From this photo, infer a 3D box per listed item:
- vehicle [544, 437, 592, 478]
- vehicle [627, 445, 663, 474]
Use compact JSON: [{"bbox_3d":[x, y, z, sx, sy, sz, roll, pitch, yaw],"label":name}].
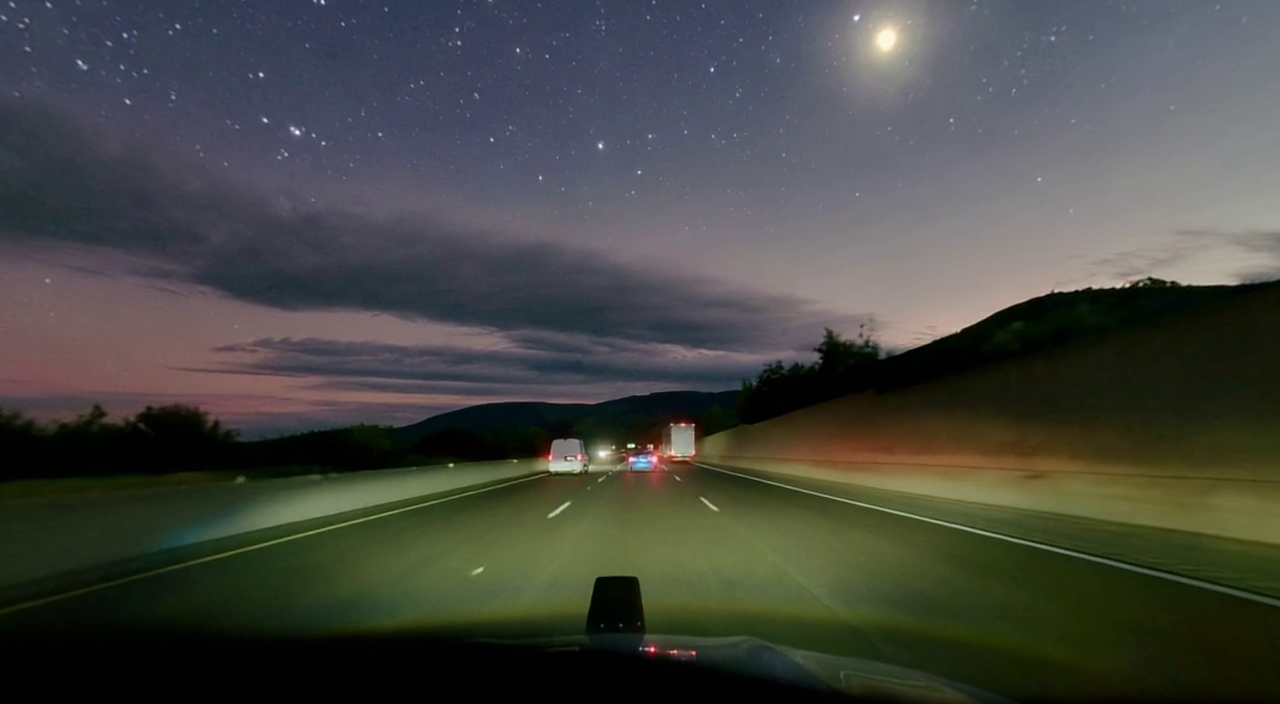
[{"bbox_3d":[-3.778,5.700,34.084,1.955,2.004,4.792,0,-9,1],"label":"vehicle"},{"bbox_3d":[0.336,6.957,40.845,2.166,1.747,4.299,0,-9,1],"label":"vehicle"}]
